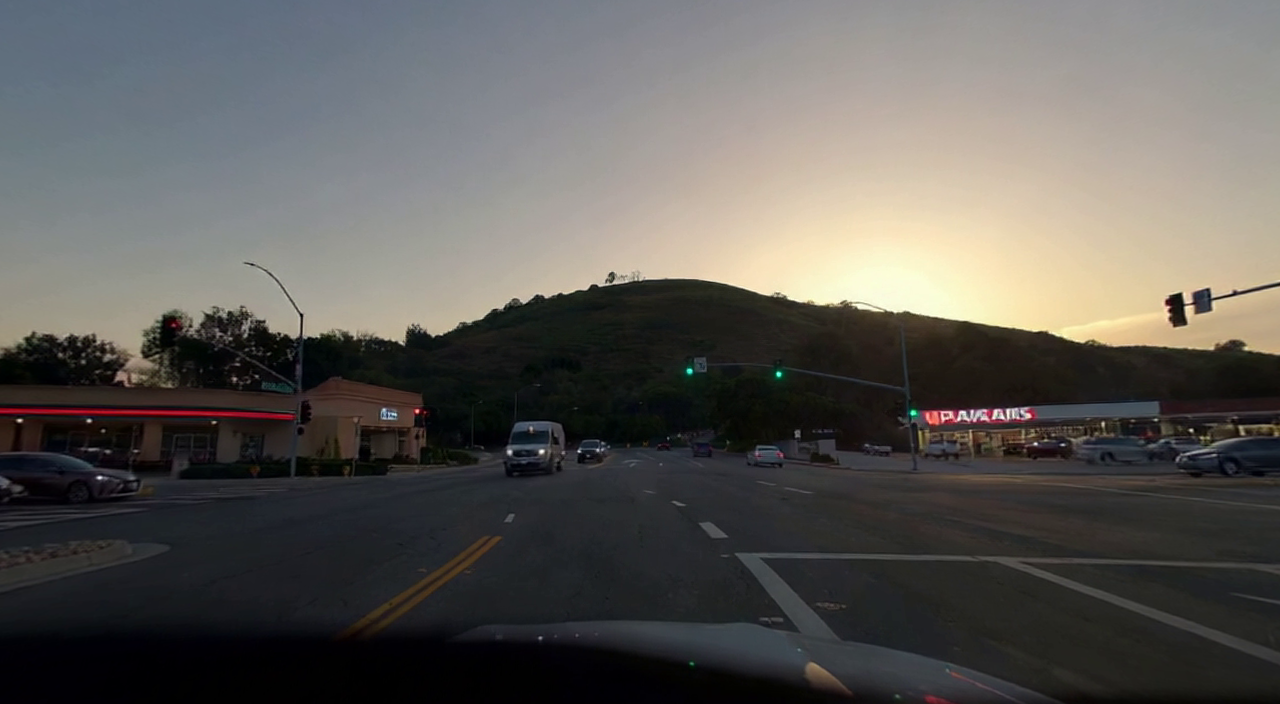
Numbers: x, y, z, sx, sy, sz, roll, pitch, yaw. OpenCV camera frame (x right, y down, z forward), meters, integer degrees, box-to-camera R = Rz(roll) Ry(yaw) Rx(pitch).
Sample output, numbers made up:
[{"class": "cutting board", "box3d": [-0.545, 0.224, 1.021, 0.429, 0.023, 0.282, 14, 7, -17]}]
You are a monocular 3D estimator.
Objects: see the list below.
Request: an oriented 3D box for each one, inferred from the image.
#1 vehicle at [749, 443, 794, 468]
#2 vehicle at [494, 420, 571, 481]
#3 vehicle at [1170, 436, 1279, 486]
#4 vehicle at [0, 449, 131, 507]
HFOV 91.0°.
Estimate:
[{"class": "vehicle", "box3d": [8.762, 6.944, 42.374, 1.911, 1.594, 4.378, 0, -9, -3]}, {"class": "vehicle", "box3d": [-4.304, 4.069, 26.118, 2.196, 2.264, 5.206, 0, -8, 1]}, {"class": "vehicle", "box3d": [25.081, 4.463, 26.031, 4.546, 1.944, 2.051, 1, -9, -5]}, {"class": "vehicle", "box3d": [-19.784, 4.080, 20.585, 4.440, 1.748, 2.033, 0, -8, 1]}]
